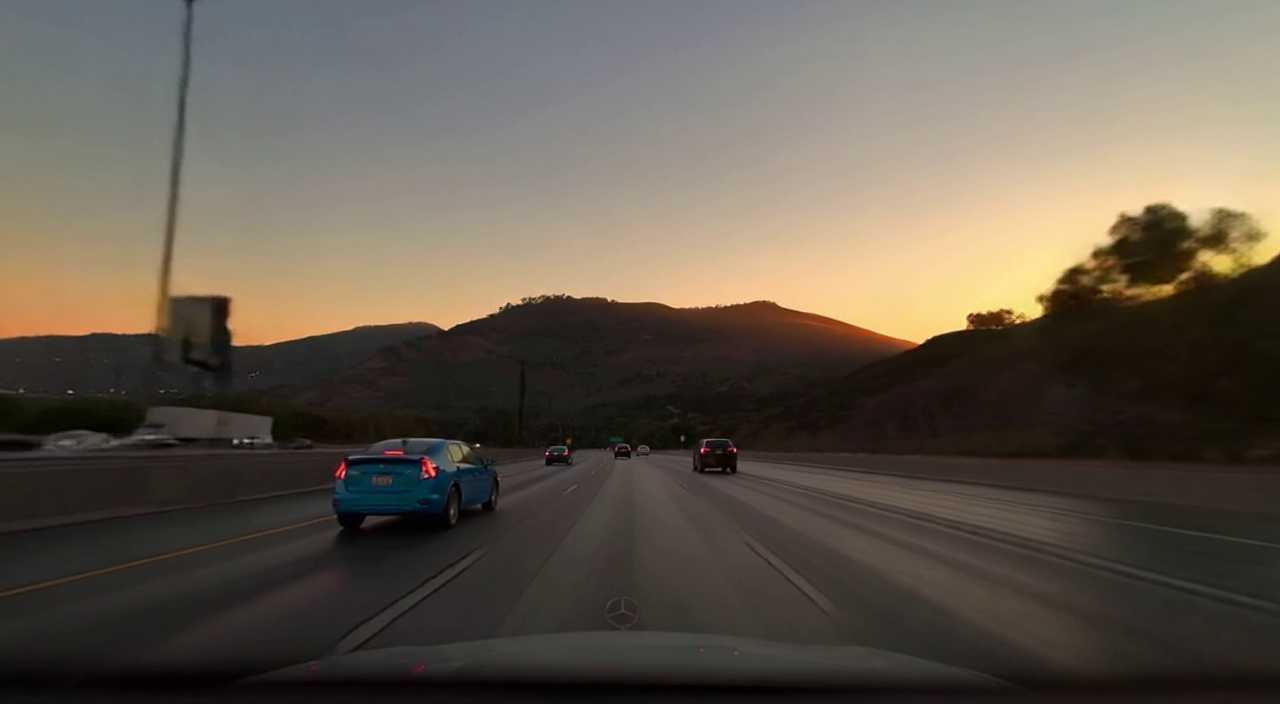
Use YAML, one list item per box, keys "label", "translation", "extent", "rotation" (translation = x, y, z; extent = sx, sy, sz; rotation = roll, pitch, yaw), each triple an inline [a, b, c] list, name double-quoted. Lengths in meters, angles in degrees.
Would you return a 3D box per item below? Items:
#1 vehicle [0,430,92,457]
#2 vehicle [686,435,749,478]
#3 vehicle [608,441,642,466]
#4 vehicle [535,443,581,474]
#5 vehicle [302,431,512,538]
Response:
- label: "vehicle"
  translation: [-35.664, 5.500, 37.697]
  extent: [1.745, 1.497, 4.313]
  rotation: [0, -9, -1]
- label: "vehicle"
  translation: [3.450, 4.770, 28.991]
  extent: [2.222, 1.820, 4.733]
  rotation: [0, -9, -1]
- label: "vehicle"
  translation: [-0.972, 6.773, 42.220]
  extent: [2.147, 1.572, 4.094]
  rotation: [0, -9, 0]
- label: "vehicle"
  translation: [-4.133, 5.394, 32.242]
  extent: [1.796, 1.464, 3.839]
  rotation: [0, -9, 0]
- label: "vehicle"
  translation: [-3.767, 2.207, 11.152]
  extent: [1.993, 1.500, 4.248]
  rotation: [0, -9, 2]
